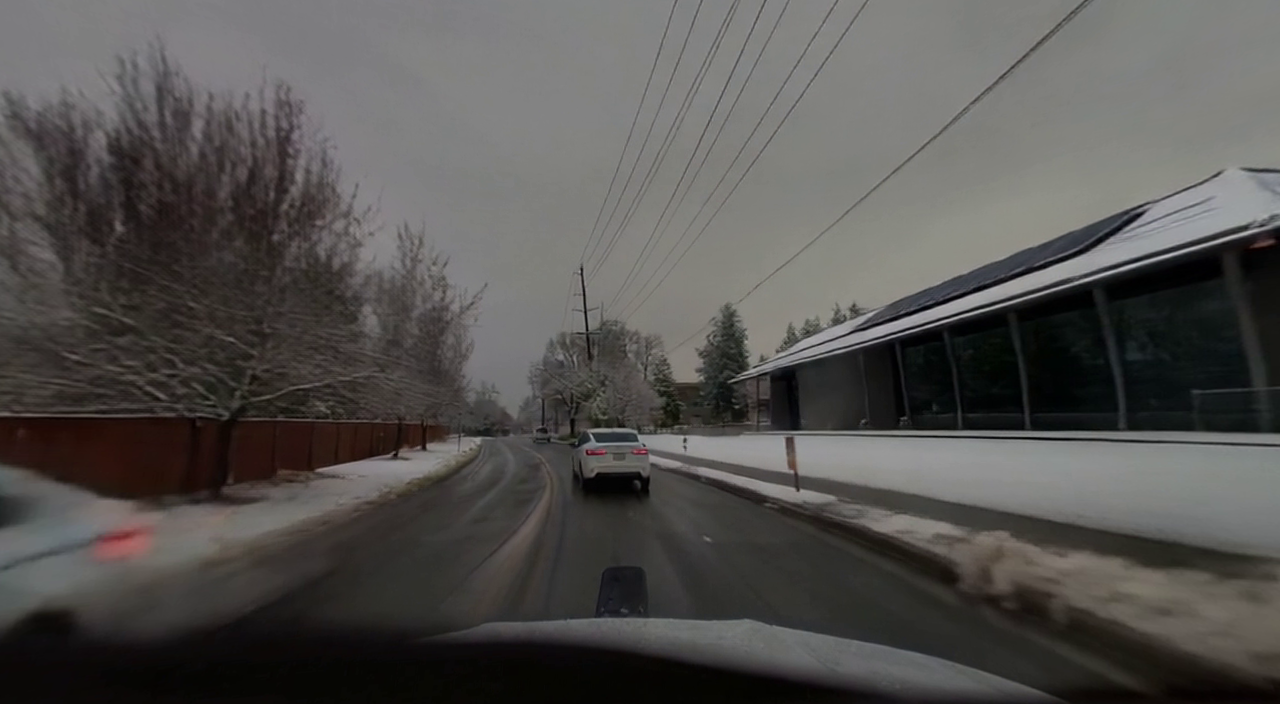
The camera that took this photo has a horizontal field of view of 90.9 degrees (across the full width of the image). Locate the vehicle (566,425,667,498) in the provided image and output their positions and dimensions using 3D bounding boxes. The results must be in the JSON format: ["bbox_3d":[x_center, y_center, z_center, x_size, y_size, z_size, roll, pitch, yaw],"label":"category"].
[{"bbox_3d":[-0.701,2.534,15.075,2.060,1.487,3.920,1,-8,-7],"label":"vehicle"}]

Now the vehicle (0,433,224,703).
[{"bbox_3d":[-3.427,0.926,1.595,1.957,1.442,4.180,0,-8,-1],"label":"vehicle"}]
